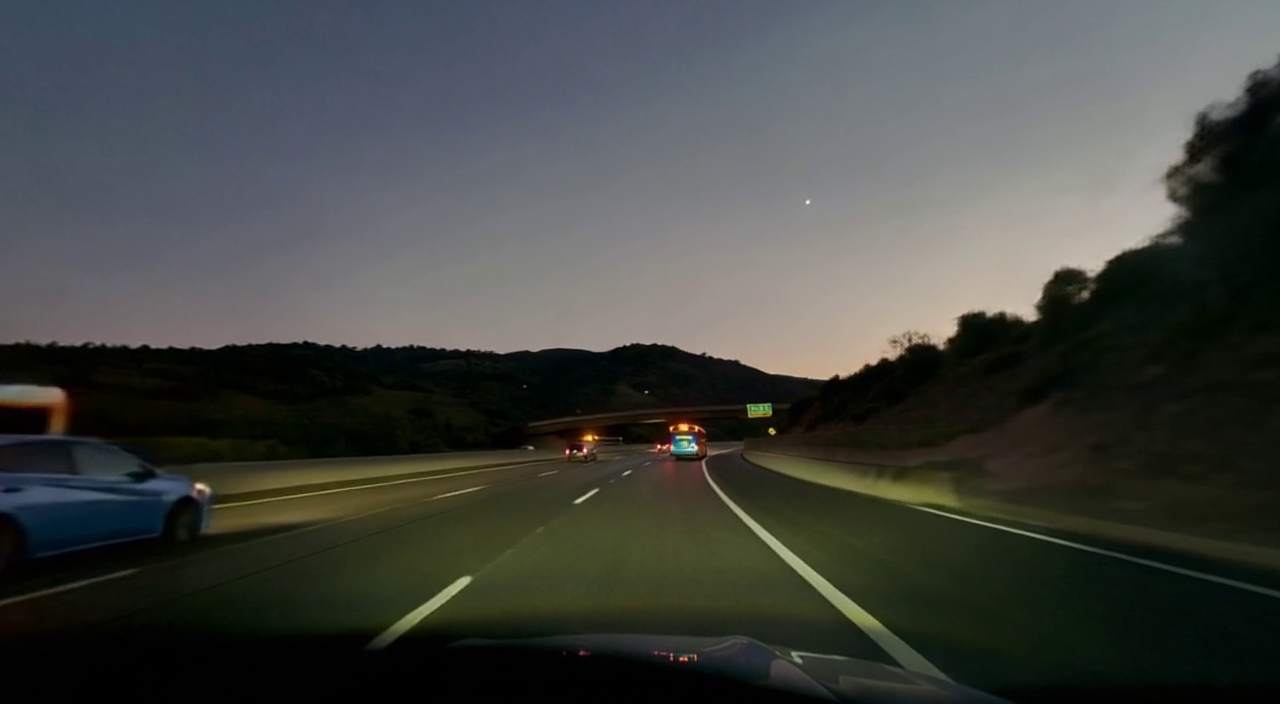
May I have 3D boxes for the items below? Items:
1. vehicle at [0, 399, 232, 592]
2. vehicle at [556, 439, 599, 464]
[{"bbox_3d":[-6.722,1.364,6.221,2.172,1.689,4.625,0,-8,2],"label":"vehicle"},{"bbox_3d":[-4.410,7.072,44.996,2.106,1.704,4.637,-1,-9,7],"label":"vehicle"}]
